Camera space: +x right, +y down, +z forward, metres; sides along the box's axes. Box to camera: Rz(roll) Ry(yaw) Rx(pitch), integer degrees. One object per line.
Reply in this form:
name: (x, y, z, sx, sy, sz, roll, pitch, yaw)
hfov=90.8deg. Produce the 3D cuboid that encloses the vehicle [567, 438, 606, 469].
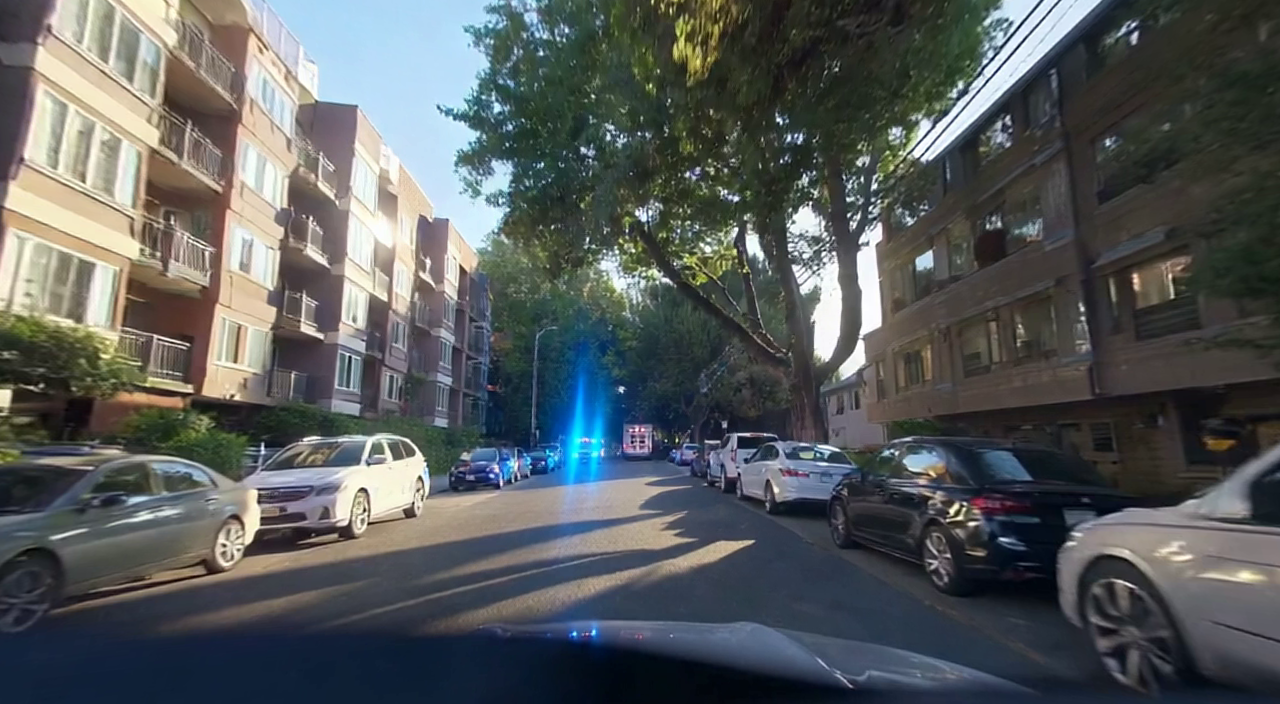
vehicle: (-3.231, 6.238, 38.980, 2.029, 1.802, 4.229, 0, -8, 1)

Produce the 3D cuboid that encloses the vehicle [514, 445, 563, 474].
vehicle: (-5.514, 5.898, 34.889, 2.047, 1.471, 4.647, 0, -8, -1)

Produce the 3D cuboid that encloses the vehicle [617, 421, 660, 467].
vehicle: (-0.230, 6.561, 45.087, 2.754, 3.008, 7.730, 0, -8, -3)

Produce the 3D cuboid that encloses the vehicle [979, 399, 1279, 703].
vehicle: (3.290, 0.992, 2.672, 1.728, 1.532, 3.457, 0, -8, -1)

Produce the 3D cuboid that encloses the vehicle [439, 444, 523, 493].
vehicle: (-5.557, 4.111, 22.675, 1.921, 1.482, 4.280, -2, -8, 0)

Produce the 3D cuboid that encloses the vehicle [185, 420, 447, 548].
vehicle: (-5.426, 2.268, 11.618, 2.131, 1.821, 4.976, 0, -8, 1)

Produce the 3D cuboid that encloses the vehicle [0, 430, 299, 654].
vehicle: (-5.460, 1.644, 6.170, 1.853, 1.560, 4.497, -3, -8, -1)
